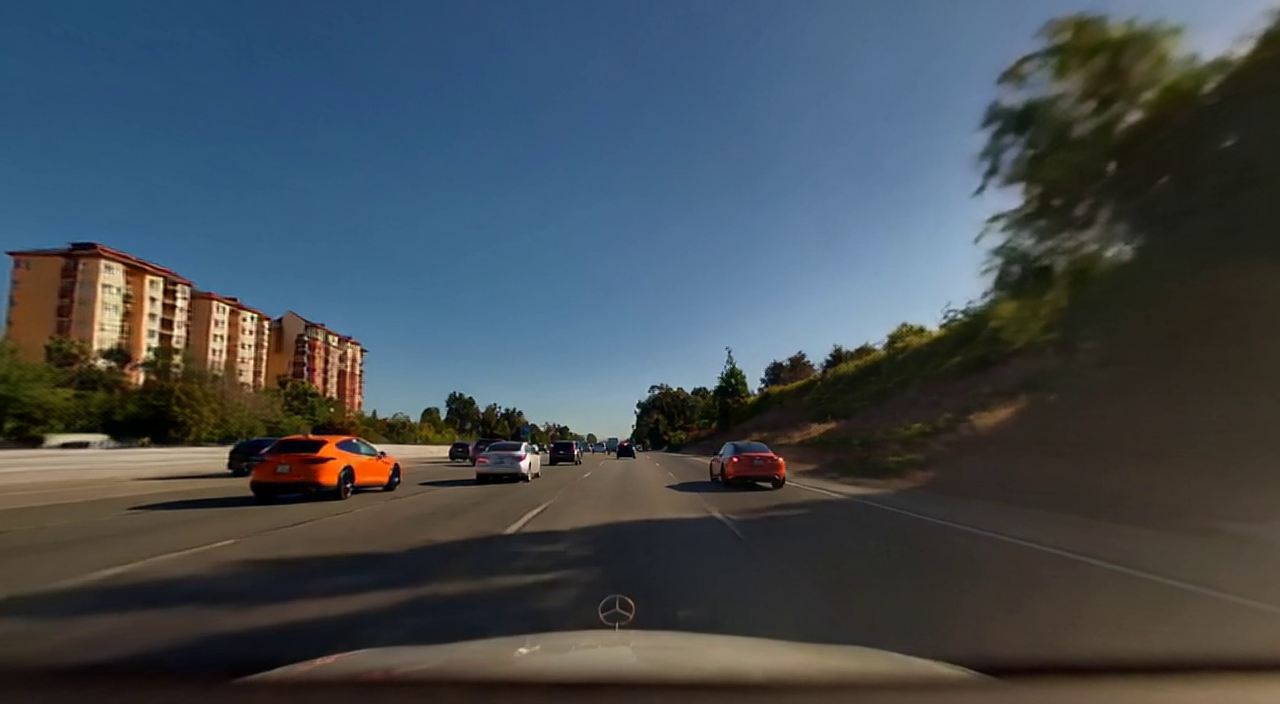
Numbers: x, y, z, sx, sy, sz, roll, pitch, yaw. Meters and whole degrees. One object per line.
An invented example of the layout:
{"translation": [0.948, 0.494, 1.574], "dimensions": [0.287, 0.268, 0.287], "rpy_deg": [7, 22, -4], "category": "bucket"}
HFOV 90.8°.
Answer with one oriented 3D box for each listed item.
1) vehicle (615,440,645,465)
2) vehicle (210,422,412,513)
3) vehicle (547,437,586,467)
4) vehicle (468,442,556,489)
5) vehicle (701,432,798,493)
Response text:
{"translation": [-0.693, 7.048, 44.566], "dimensions": [2.053, 1.650, 3.945], "rpy_deg": [0, -8, -1], "category": "vehicle"}
{"translation": [-7.441, 2.660, 15.109], "dimensions": [2.086, 1.776, 5.080], "rpy_deg": [0, -8, 0], "category": "vehicle"}
{"translation": [-4.697, 6.457, 40.920], "dimensions": [2.044, 1.774, 4.329], "rpy_deg": [0, -8, 0], "category": "vehicle"}
{"translation": [-4.228, 3.807, 21.671], "dimensions": [2.124, 1.426, 4.444], "rpy_deg": [0, -8, 0], "category": "vehicle"}
{"translation": [3.218, 3.361, 19.544], "dimensions": [2.061, 1.658, 4.417], "rpy_deg": [0, -8, -2], "category": "vehicle"}
